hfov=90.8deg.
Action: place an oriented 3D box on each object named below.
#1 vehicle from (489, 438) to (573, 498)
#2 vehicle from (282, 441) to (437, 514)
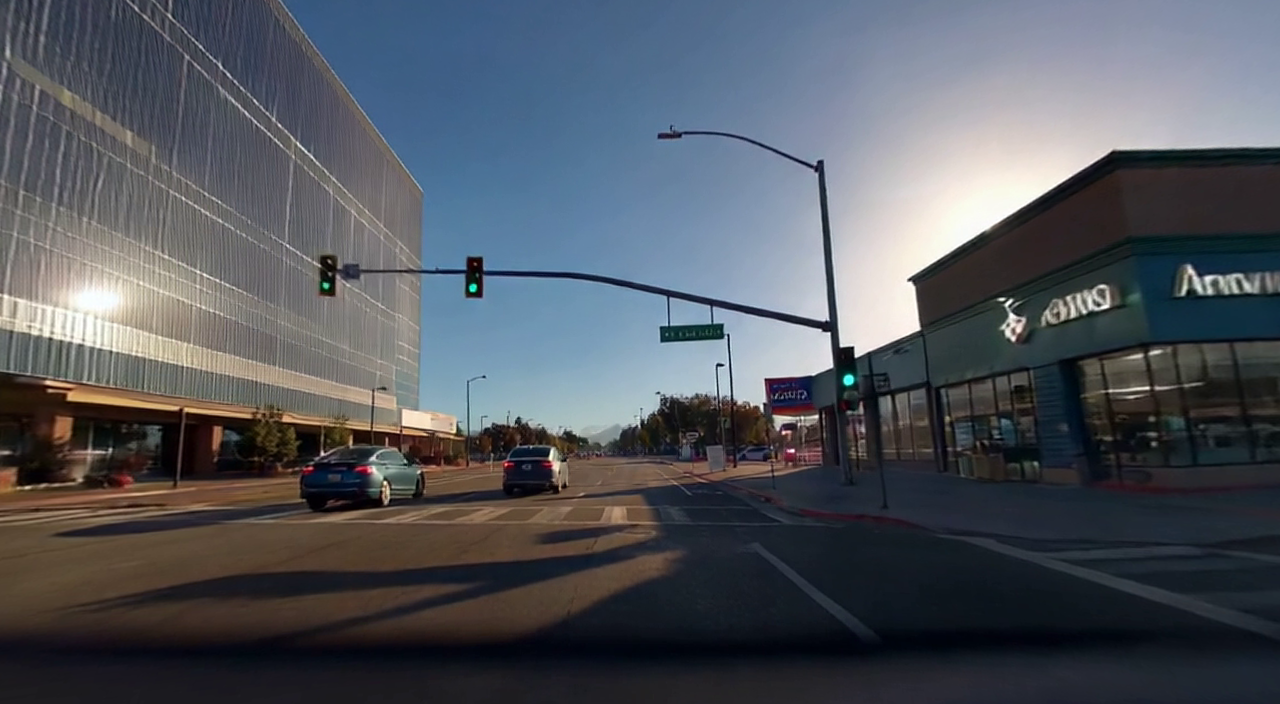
[{"bbox_3d":[-3.419,3.731,20.663,2.052,1.729,4.195,0,-9,-1],"label":"vehicle"},{"bbox_3d":[-7.038,3.153,16.482,1.909,1.605,4.561,0,-9,1],"label":"vehicle"}]
